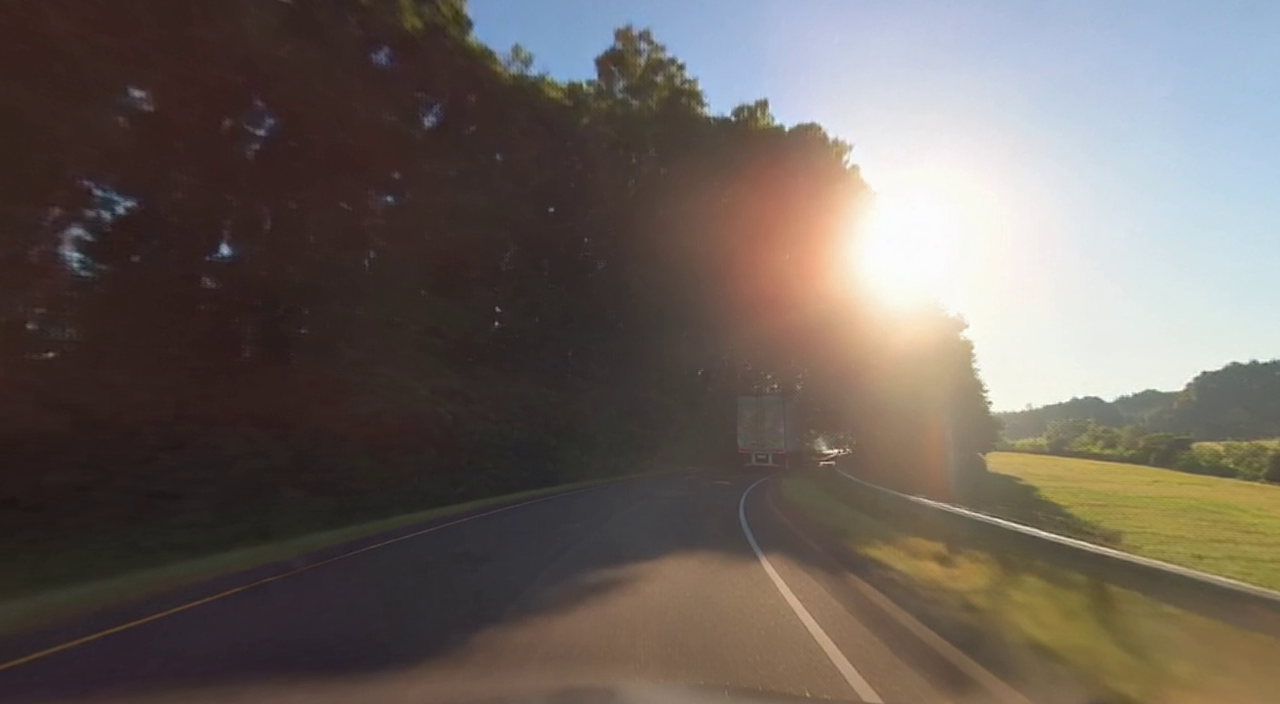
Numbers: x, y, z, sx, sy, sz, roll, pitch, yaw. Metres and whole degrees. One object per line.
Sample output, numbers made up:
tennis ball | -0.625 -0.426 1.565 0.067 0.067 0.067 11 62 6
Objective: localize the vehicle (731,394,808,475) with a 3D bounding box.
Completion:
vehicle | 8.496 5.322 39.661 3.087 4.178 13.682 -3 -9 18
